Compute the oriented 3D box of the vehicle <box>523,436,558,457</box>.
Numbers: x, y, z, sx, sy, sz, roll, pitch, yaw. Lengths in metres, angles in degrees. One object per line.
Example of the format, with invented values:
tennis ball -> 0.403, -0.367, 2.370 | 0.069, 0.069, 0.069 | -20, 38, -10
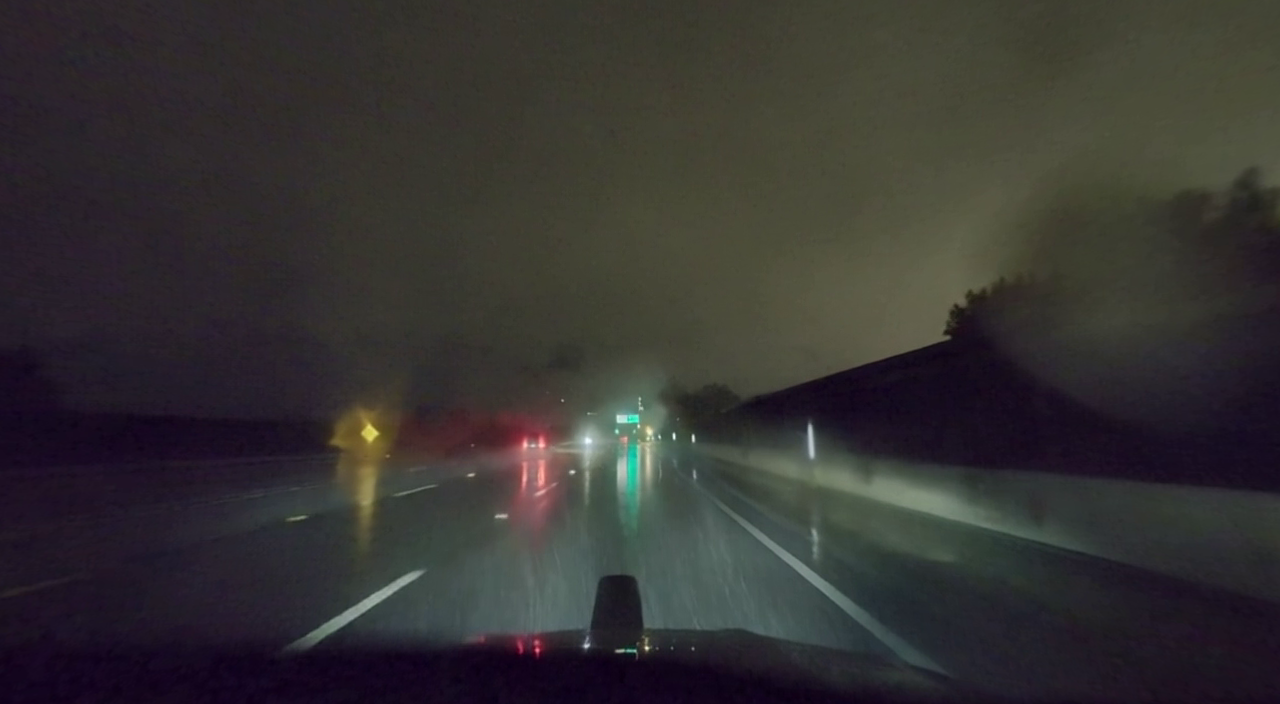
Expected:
vehicle -> -7.298, 6.961, 46.476 | 1.989, 1.473, 4.345 | 0, -8, -1
